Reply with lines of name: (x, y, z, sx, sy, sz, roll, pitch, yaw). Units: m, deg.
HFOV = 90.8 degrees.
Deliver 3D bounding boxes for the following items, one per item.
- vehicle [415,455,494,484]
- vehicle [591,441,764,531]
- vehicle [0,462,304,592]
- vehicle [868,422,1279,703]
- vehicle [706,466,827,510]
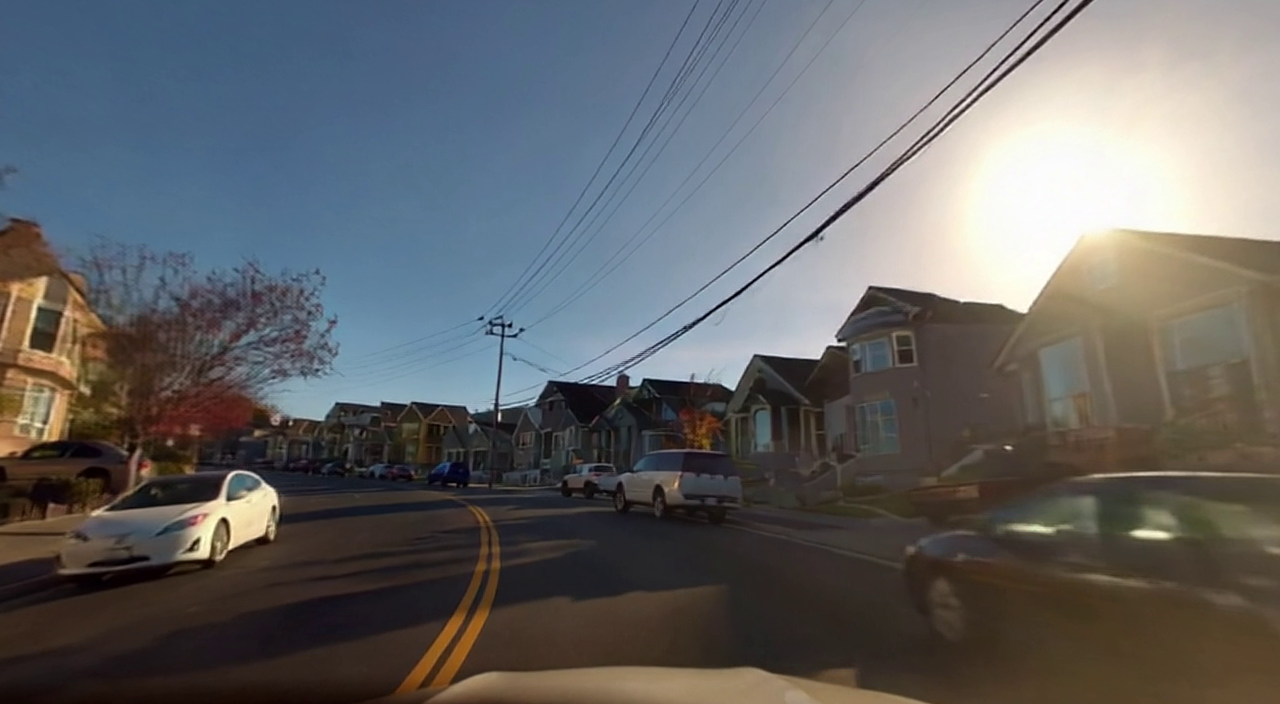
vehicle: (-14.511, 9.266, 49.670, 5.523, 2.018, 2.216, 10, -19, -43)
vehicle: (0.721, 3.409, 16.737, 2.449, 1.869, 5.504, 7, -11, -19)
vehicle: (-7.392, 2.585, 10.252, 2.197, 1.462, 4.524, 2, -9, -12)
vehicle: (3.307, 1.232, 3.653, 1.923, 1.531, 4.568, 1, -9, -5)
vehicle: (4.964, 5.266, 24.759, 4.351, 1.424, 1.994, 4, -10, -28)
